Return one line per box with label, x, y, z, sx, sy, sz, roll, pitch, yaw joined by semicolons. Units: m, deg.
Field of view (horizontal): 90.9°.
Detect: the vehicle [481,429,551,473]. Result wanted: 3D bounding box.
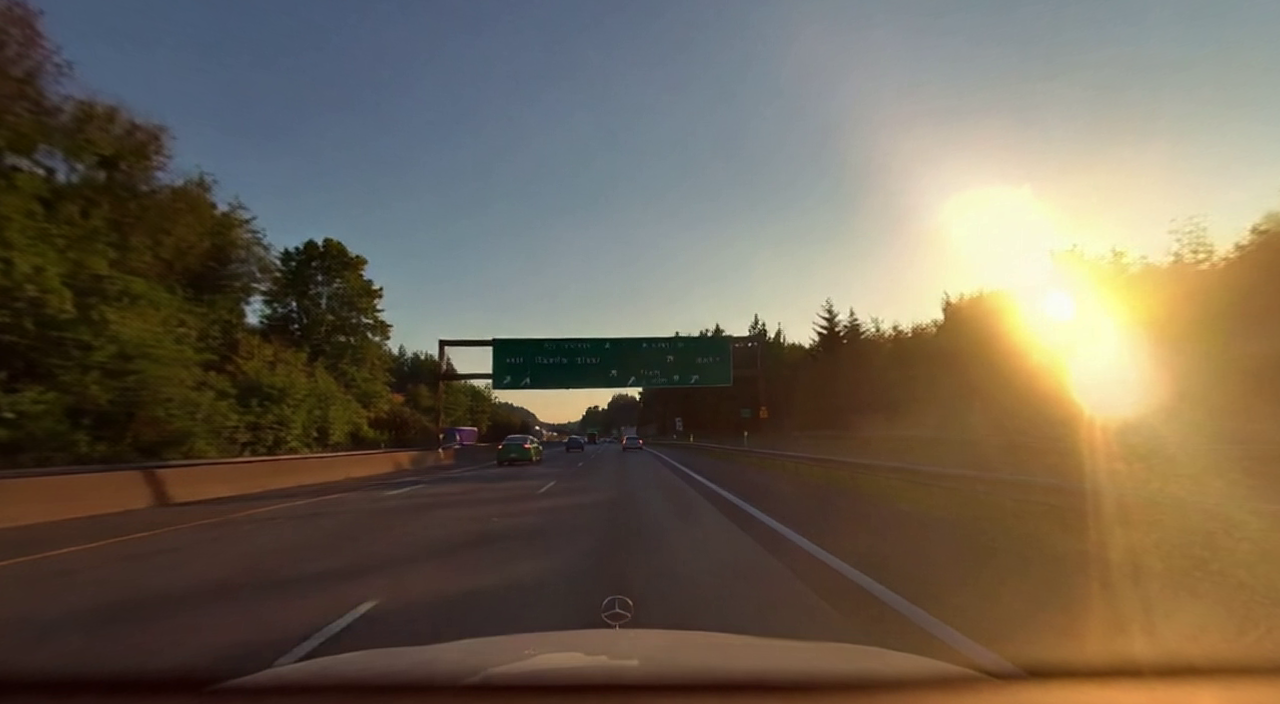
vehicle;-4.600;3.715;23.904;1.959;1.514;3.668;0;-8;-1
